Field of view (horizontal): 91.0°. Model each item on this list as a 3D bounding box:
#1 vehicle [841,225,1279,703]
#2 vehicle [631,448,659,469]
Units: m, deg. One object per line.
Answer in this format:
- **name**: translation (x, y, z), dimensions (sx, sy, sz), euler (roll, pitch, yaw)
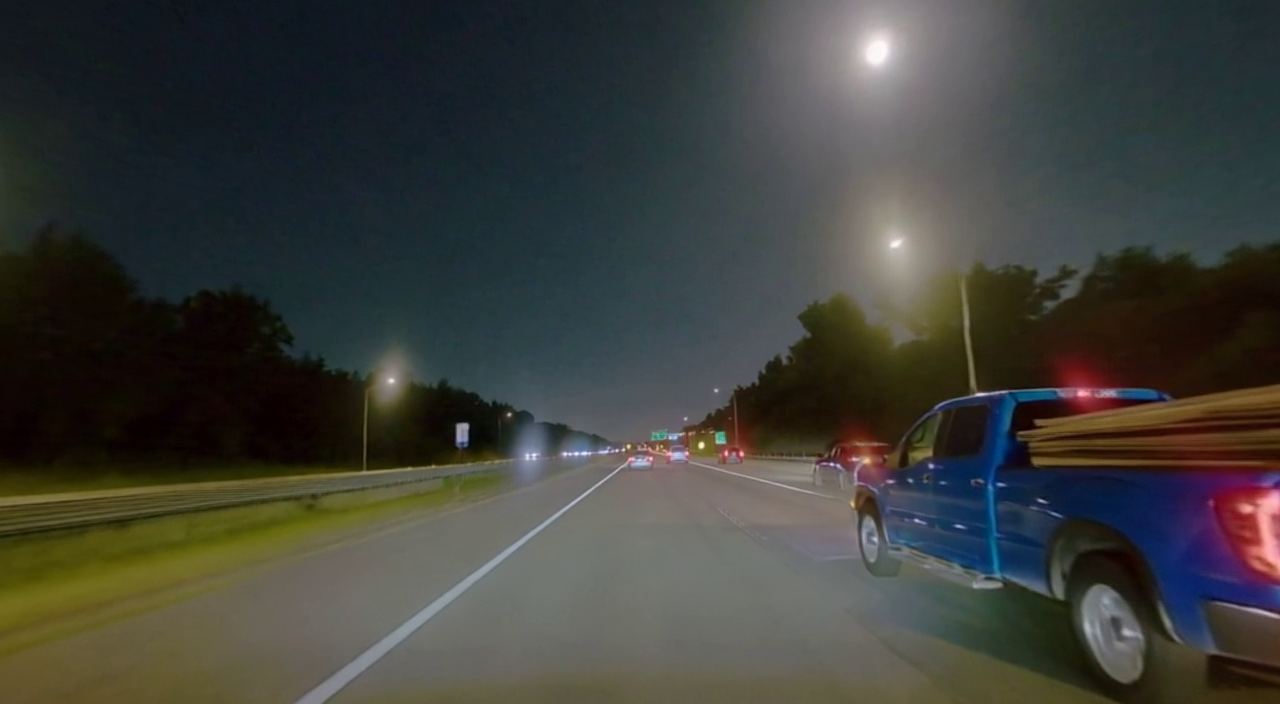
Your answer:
- **vehicle**: translation (3.546, 0.917, 4.493), dimensions (2.354, 2.079, 5.586), euler (0, -9, 0)
- **vehicle**: translation (0.349, 8.098, 48.077), dimensions (2.030, 1.473, 3.926), euler (0, -9, 0)
